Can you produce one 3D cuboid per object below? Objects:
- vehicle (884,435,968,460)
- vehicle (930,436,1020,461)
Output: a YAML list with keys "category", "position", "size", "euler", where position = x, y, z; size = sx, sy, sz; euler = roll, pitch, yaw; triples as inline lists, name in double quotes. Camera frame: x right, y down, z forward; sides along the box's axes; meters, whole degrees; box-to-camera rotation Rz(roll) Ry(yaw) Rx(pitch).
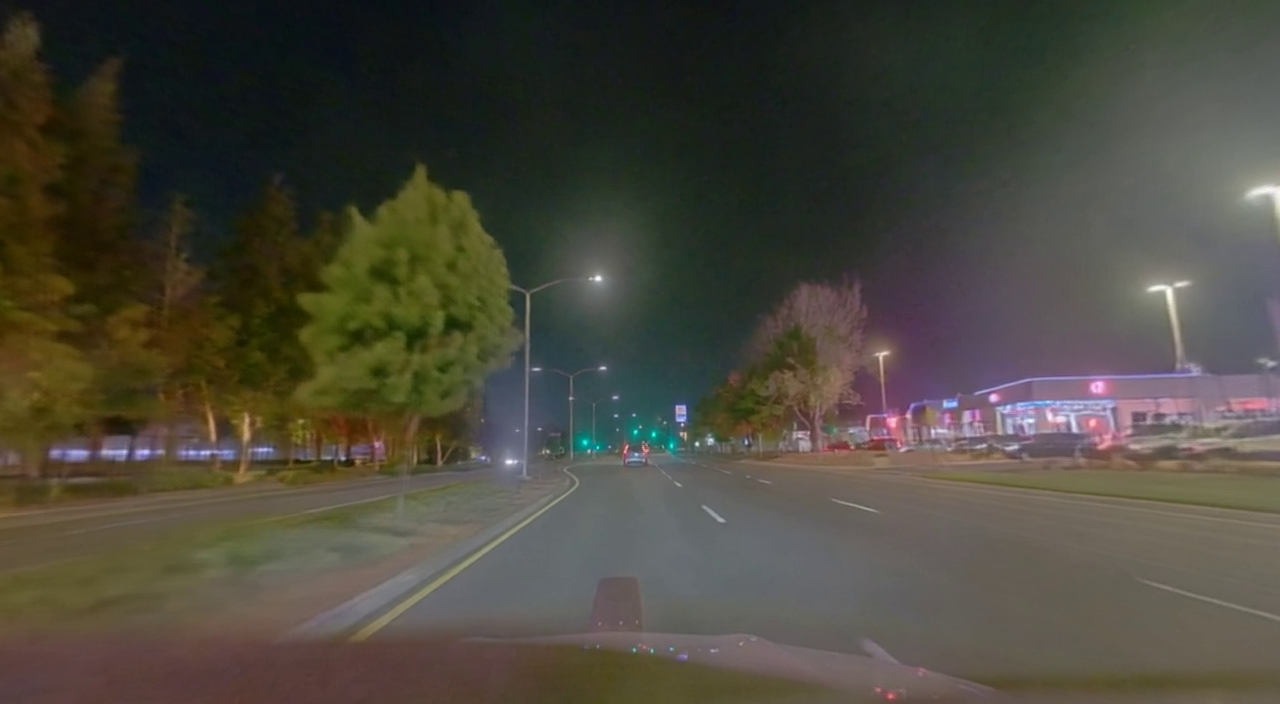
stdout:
- category: "vehicle"
  position: [19.834, 6.652, 43.991]
  size: [4.758, 1.677, 2.154]
  euler: [0, -8, 1]
- category: "vehicle"
  position: [20.656, 5.978, 39.060]
  size: [4.396, 1.450, 1.956]
  euler: [-1, -8, 4]
